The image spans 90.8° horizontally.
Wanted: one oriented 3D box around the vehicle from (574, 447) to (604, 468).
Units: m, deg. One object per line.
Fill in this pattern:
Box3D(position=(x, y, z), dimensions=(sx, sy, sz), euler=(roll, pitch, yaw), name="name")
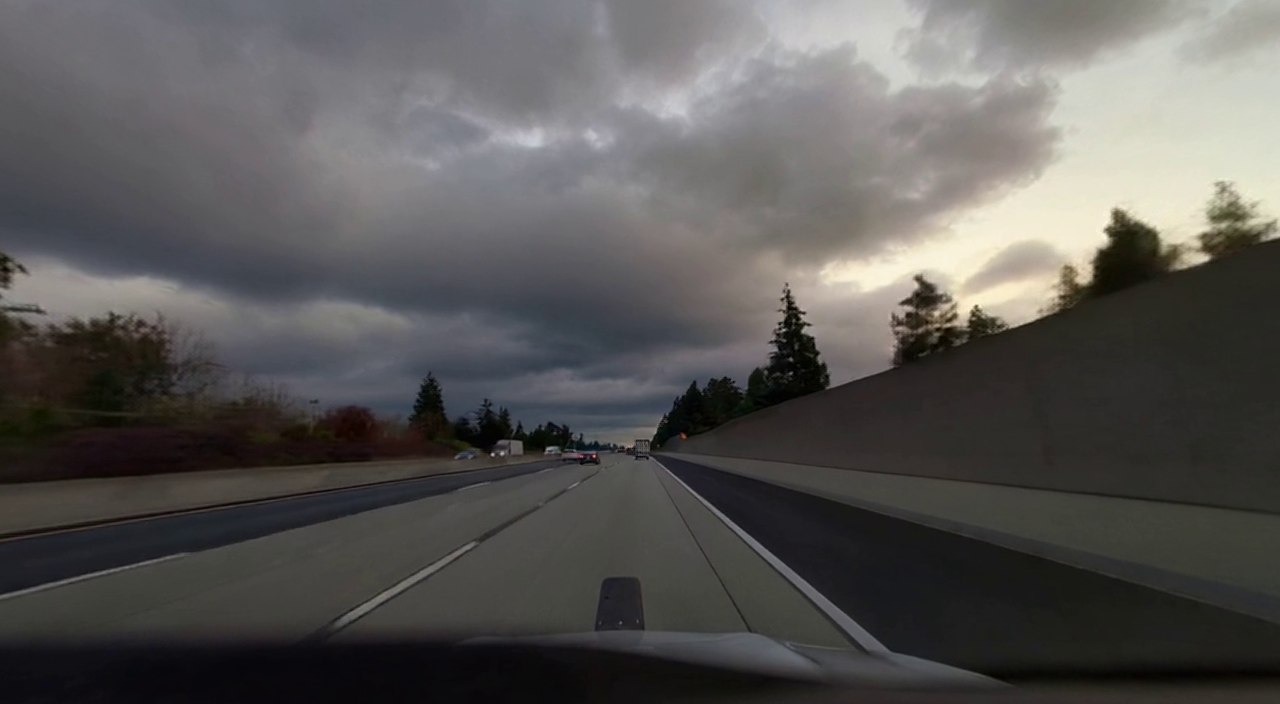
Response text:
Box3D(position=(-3.798, 7.905, 47.426), dimensions=(1.893, 1.521, 3.742), euler=(0, -9, 0), name="vehicle")
